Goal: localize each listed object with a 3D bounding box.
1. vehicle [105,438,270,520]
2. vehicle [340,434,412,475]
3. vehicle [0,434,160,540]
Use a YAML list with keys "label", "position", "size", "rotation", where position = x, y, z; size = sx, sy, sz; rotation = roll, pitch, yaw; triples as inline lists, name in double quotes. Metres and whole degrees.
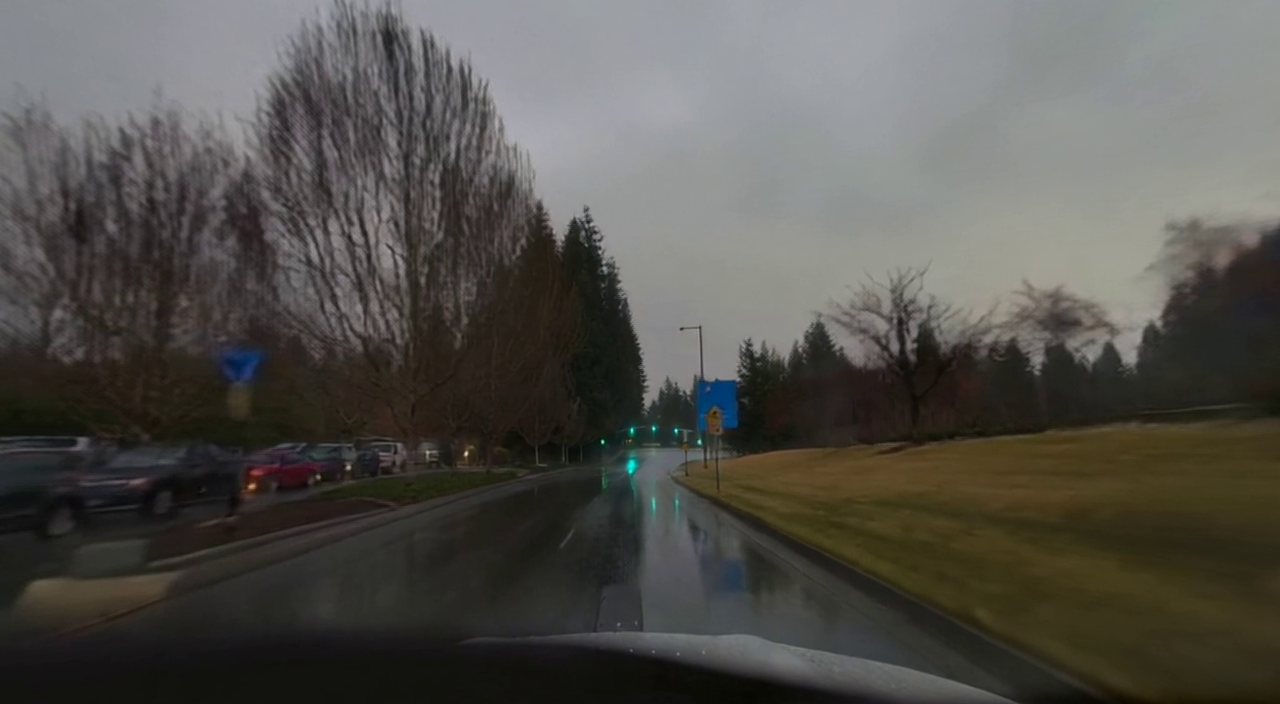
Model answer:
- label: "vehicle"
  position: [-13.077, 3.662, 18.678]
  size: [1.977, 1.992, 5.117]
  rotation: [0, -9, -12]
- label: "vehicle"
  position: [-18.207, 7.136, 43.795]
  size: [2.327, 2.595, 6.045]
  rotation: [-1, -9, 1]
- label: "vehicle"
  position: [-11.837, 2.638, 12.682]
  size: [1.760, 1.764, 4.263]
  rotation: [0, -9, -14]
